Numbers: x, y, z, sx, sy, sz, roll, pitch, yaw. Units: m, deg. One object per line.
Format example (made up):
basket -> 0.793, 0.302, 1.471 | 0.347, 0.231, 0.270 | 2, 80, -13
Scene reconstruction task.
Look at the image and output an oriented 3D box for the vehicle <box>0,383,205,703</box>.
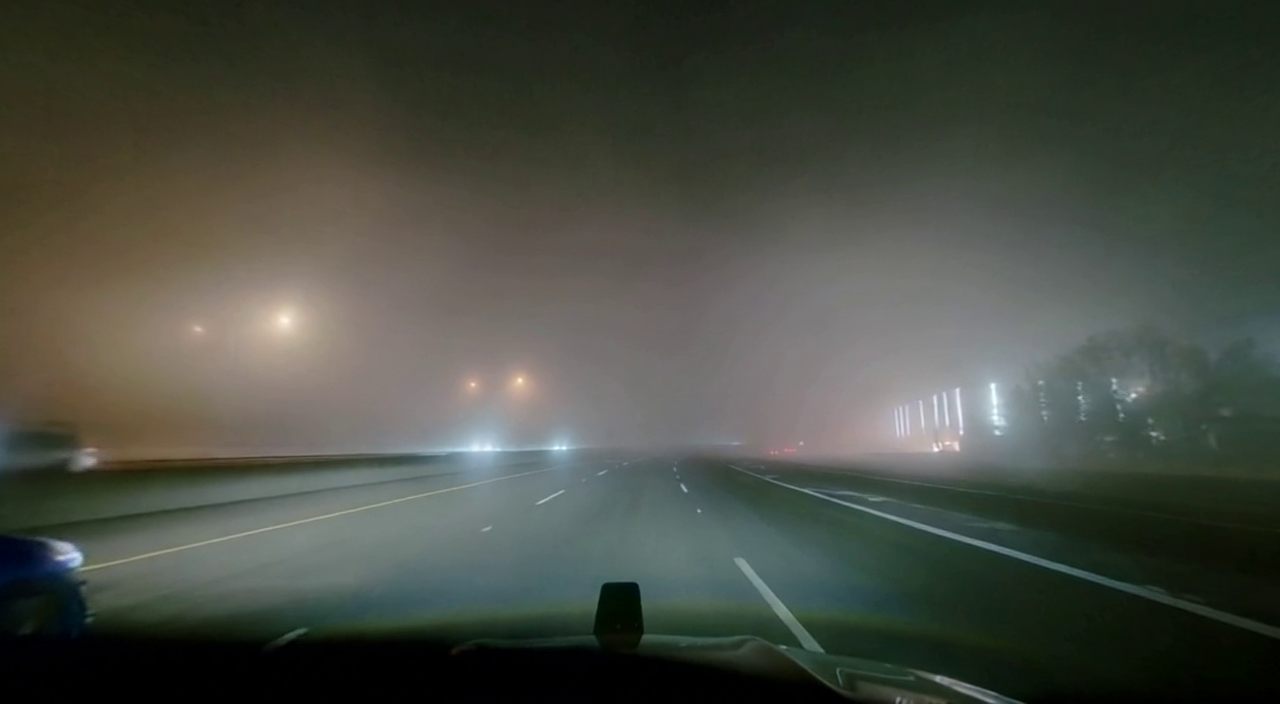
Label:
vehicle -> -3.970, 0.775, 1.763 | 2.087, 1.566, 4.756 | 0, -8, 0
